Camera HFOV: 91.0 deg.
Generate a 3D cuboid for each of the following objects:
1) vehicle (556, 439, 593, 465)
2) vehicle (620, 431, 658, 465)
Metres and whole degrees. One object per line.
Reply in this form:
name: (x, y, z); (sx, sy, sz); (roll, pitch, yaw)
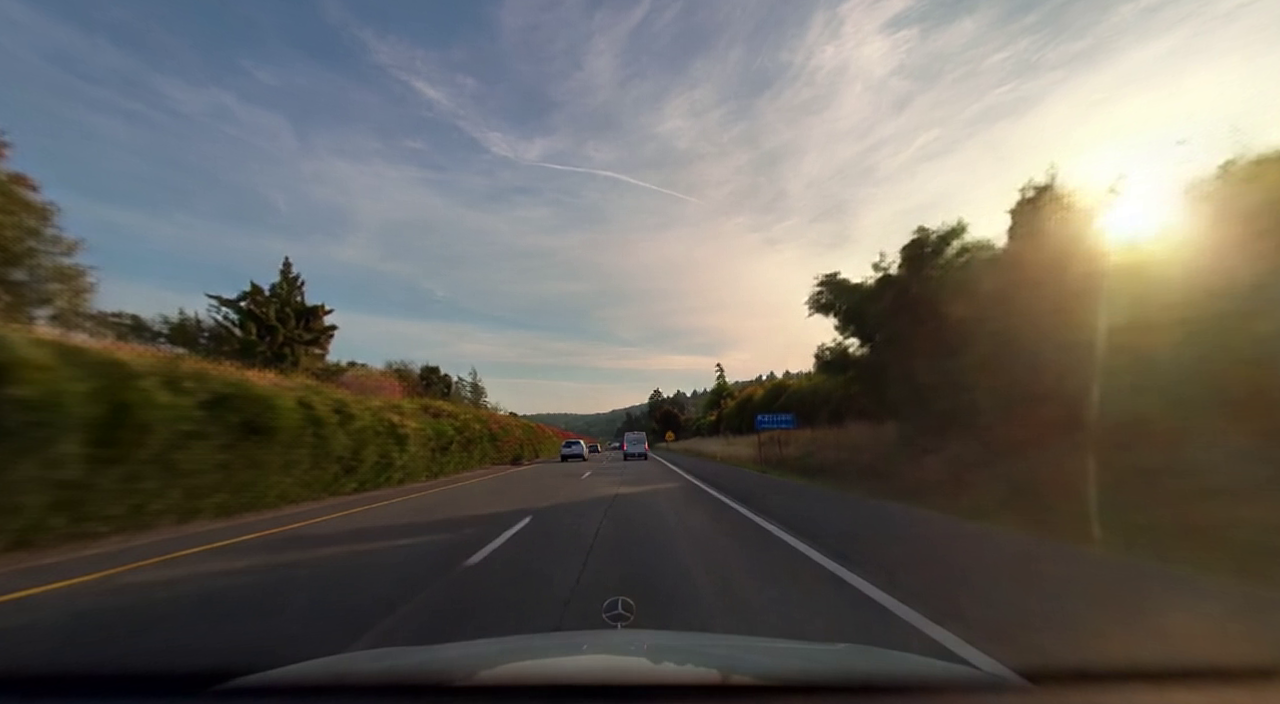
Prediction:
vehicle: (-4.202, 6.498, 41.204); (2.062, 1.567, 4.117); (0, -8, -1)
vehicle: (-0.111, 5.952, 39.286); (2.223, 1.957, 4.416); (0, -8, -2)
